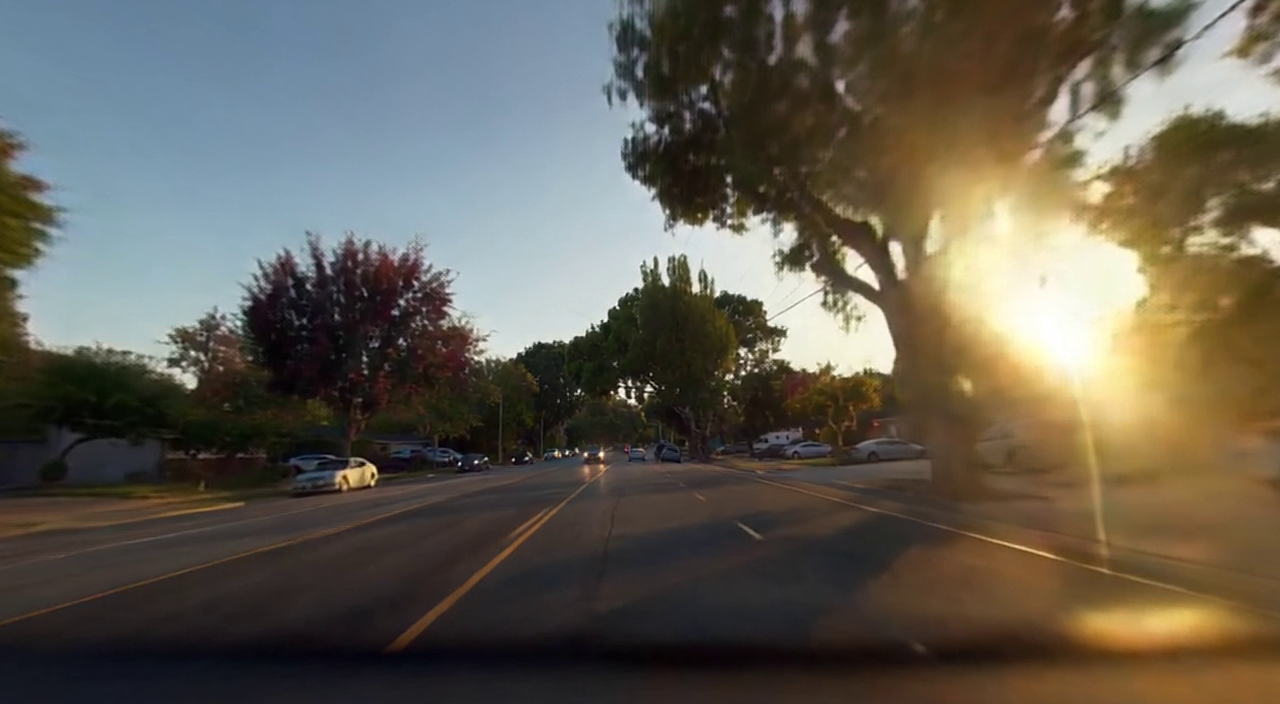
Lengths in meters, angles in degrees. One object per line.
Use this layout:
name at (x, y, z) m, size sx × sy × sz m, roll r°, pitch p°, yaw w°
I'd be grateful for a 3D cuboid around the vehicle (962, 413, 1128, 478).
vehicle at (11.970, 2.827, 19.147) m, size 2.044 × 1.716 × 4.637 m, roll 0°, pitch -9°, yaw 2°

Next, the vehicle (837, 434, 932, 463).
vehicle at (12.812, 5.068, 33.218) m, size 4.237 × 1.476 × 1.743 m, roll 0°, pitch -9°, yaw 0°

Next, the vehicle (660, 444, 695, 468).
vehicle at (2.574, 7.289, 44.348) m, size 1.983 × 1.557 × 4.078 m, roll 0°, pitch -9°, yaw -3°

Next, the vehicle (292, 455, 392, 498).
vehicle at (-11.634, 4.856, 25.015) m, size 1.851 × 1.459 × 4.295 m, roll 0°, pitch -9°, yaw 0°

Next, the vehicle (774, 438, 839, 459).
vehicle at (12.140, 7.066, 46.232) m, size 4.183 × 1.516 × 1.884 m, roll 0°, pitch -8°, yaw 2°

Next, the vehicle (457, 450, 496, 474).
vehicle at (-12.330, 8.307, 48.002) m, size 1.822 × 1.699 × 4.791 m, roll 0°, pitch -9°, yaw -2°
